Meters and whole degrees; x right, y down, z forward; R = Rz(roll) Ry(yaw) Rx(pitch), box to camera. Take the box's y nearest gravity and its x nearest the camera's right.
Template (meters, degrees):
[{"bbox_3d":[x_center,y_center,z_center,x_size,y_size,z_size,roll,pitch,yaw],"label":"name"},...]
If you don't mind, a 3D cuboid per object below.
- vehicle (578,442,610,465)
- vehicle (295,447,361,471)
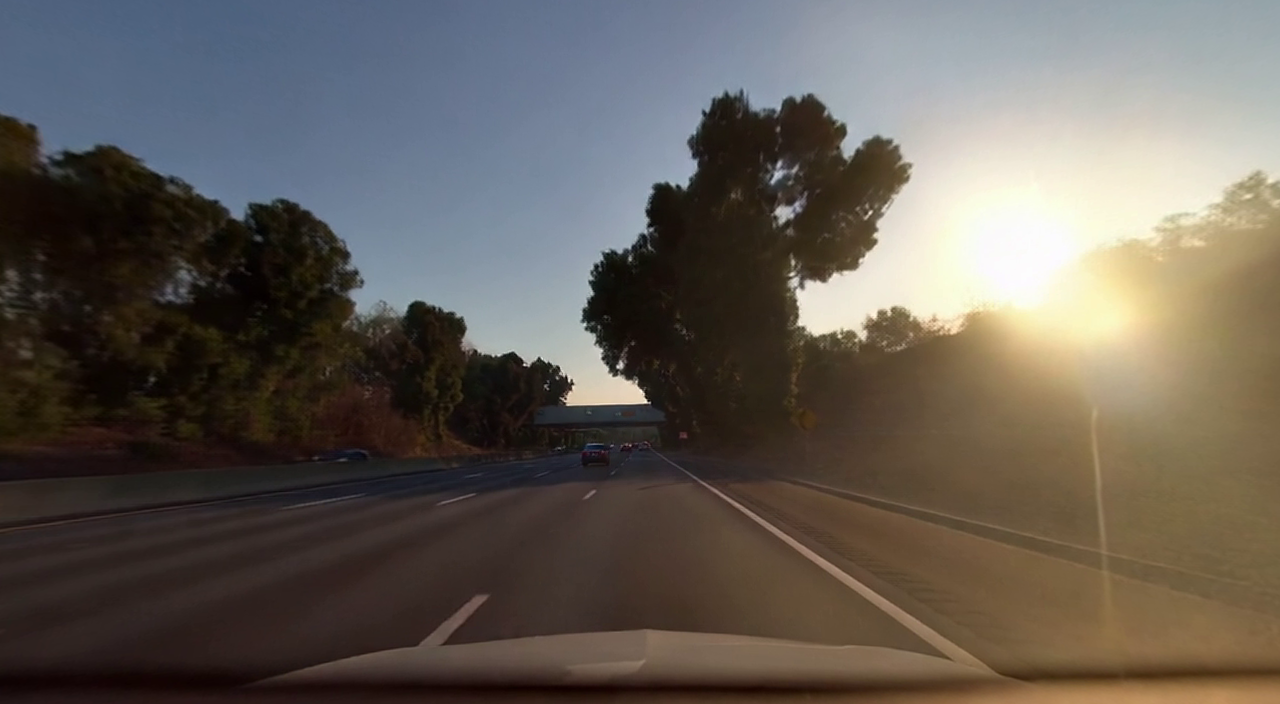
[{"bbox_3d":[-3.303,7.397,46.185,1.993,1.589,3.898,0,-8,0],"label":"vehicle"},{"bbox_3d":[-21.214,7.278,43.130,2.022,1.472,4.629,0,-8,2],"label":"vehicle"}]
